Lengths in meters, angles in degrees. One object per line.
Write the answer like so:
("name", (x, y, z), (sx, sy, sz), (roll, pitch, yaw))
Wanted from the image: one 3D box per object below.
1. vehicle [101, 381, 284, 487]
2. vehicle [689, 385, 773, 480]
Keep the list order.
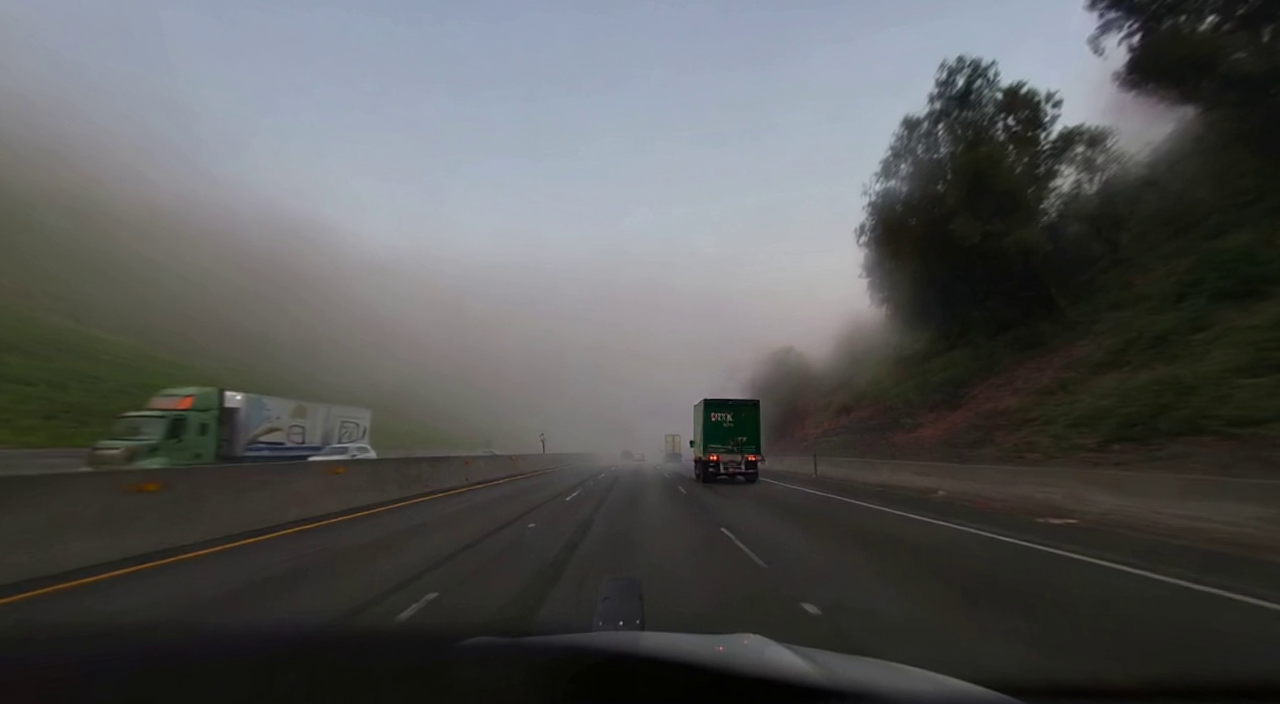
("vehicle", (-18.574, 3.559, 26.843), (3.023, 3.963, 6.173), (0, -9, 0))
("vehicle", (4.088, 3.912, 30.006), (2.999, 4.023, 6.337), (0, -9, 0))
